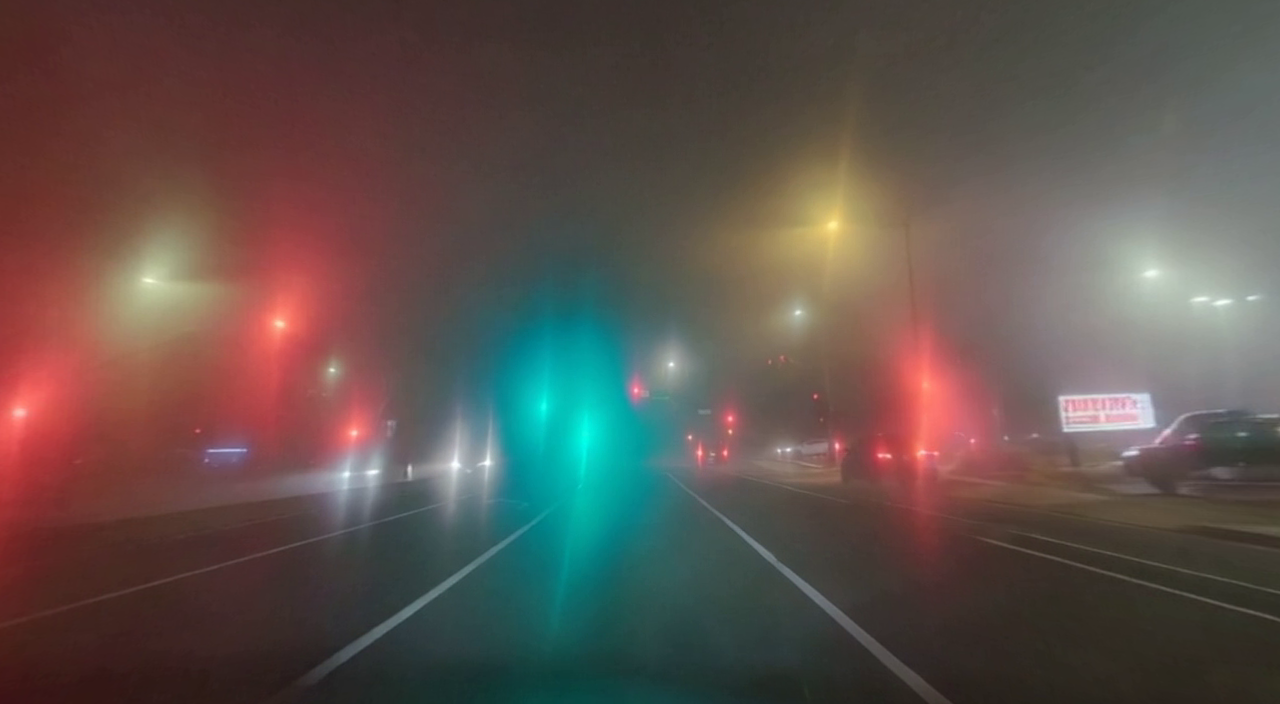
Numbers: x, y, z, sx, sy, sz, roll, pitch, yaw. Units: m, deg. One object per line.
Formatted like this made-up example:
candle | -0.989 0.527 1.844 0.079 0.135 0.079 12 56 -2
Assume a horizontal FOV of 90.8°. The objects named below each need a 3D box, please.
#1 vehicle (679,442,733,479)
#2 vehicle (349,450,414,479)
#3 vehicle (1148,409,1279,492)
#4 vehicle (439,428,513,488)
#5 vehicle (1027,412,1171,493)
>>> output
vehicle | 3.026 5.056 29.758 1.961 1.580 4.020 0 -9 -2
vehicle | -15.381 6.719 37.897 1.931 1.590 4.478 0 -9 1
vehicle | 14.844 2.468 16.331 2.067 1.818 4.779 -12 -12 42
vehicle | -6.313 4.154 25.046 2.270 2.068 5.517 1 -9 -9
vehicle | 13.424 2.846 18.356 5.115 1.997 2.279 6 -13 -44
